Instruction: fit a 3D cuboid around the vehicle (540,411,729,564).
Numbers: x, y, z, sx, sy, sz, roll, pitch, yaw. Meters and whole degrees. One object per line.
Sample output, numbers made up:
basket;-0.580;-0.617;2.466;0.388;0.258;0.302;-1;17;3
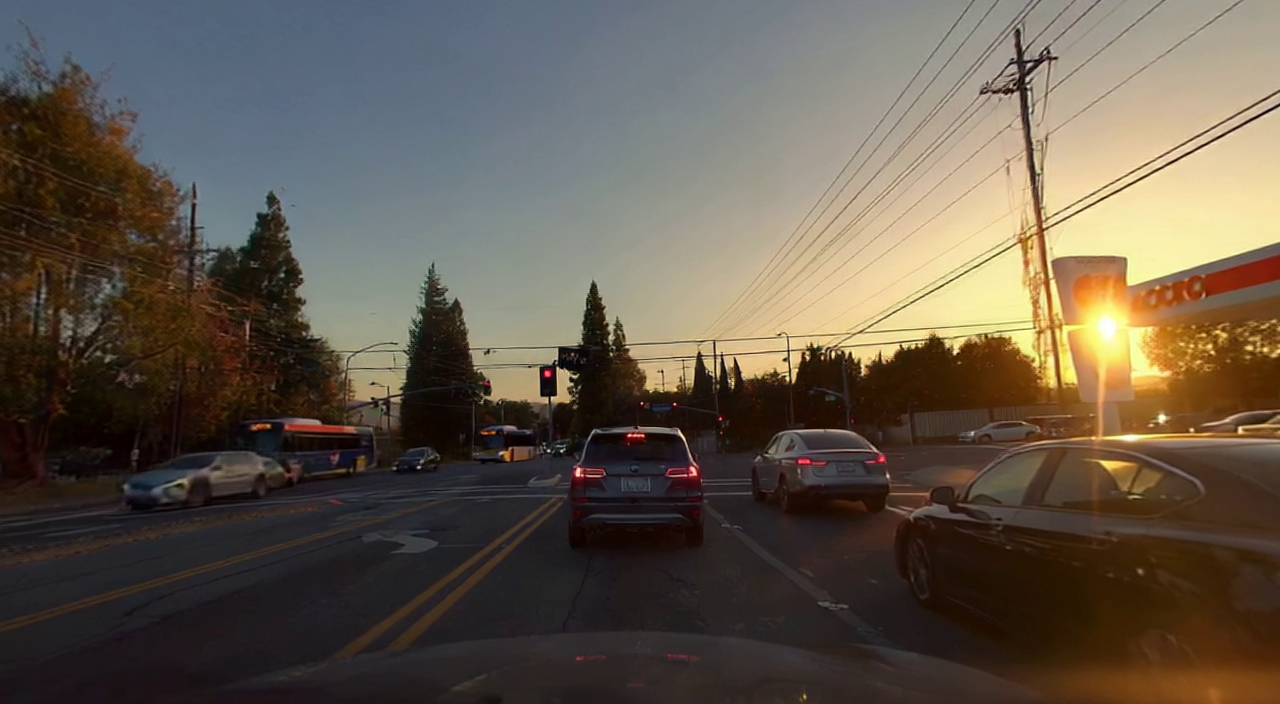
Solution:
vehicle;-0.109;1.806;9.112;2.087;1.677;4.053;0;-9;-2

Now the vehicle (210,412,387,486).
vehicle;-18.695;5.523;36.274;3.010;3.475;12.655;0;-9;1

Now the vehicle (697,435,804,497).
vehicle;2.884;3.094;17.574;2.040;1.481;4.407;0;-9;-2

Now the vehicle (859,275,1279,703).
vehicle;3.084;0.904;3.643;2.049;1.813;4.245;0;-9;-1

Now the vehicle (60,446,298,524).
vehicle;-10.360;2.972;14.808;2.030;1.498;4.690;0;-9;0

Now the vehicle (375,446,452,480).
vehicle;-10.592;5.197;29.917;1.976;1.483;4.630;0;-9;0
